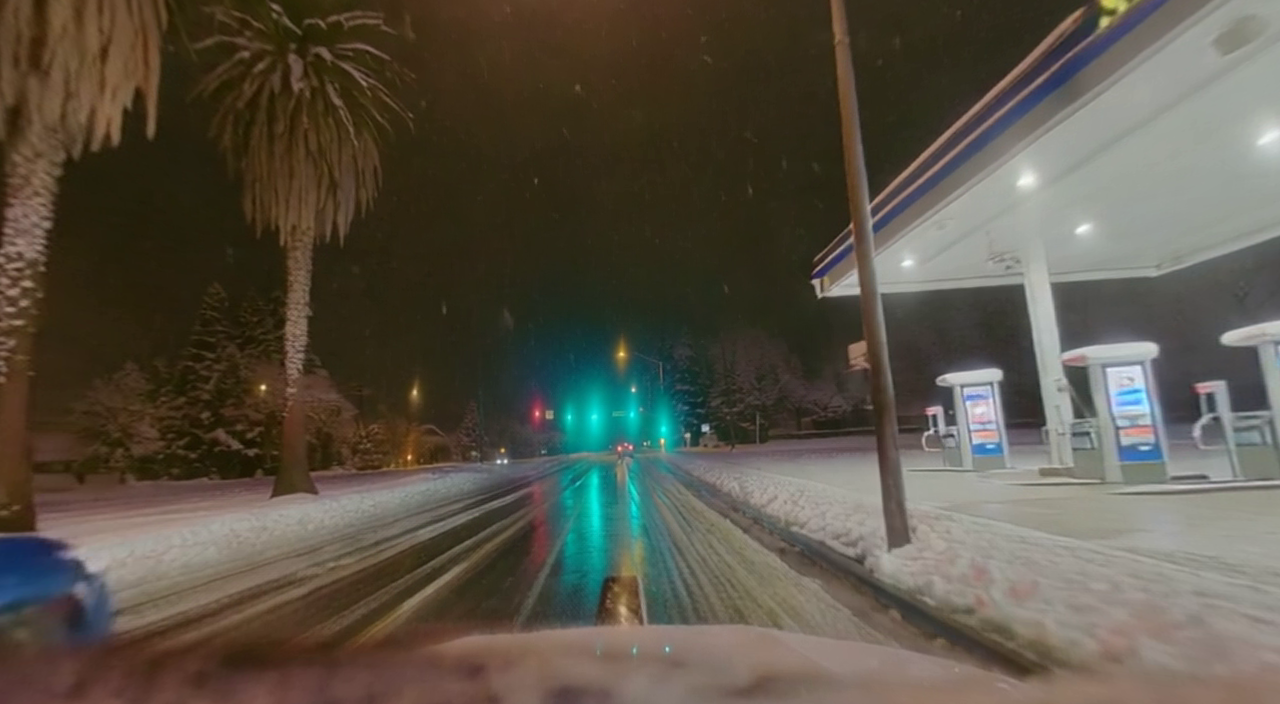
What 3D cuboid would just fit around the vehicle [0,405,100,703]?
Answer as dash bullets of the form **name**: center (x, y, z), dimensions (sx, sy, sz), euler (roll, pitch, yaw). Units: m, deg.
- **vehicle**: center (-3.495, 0.677, 0.477), dimensions (2.160, 1.497, 4.573), euler (0, -8, -1)
